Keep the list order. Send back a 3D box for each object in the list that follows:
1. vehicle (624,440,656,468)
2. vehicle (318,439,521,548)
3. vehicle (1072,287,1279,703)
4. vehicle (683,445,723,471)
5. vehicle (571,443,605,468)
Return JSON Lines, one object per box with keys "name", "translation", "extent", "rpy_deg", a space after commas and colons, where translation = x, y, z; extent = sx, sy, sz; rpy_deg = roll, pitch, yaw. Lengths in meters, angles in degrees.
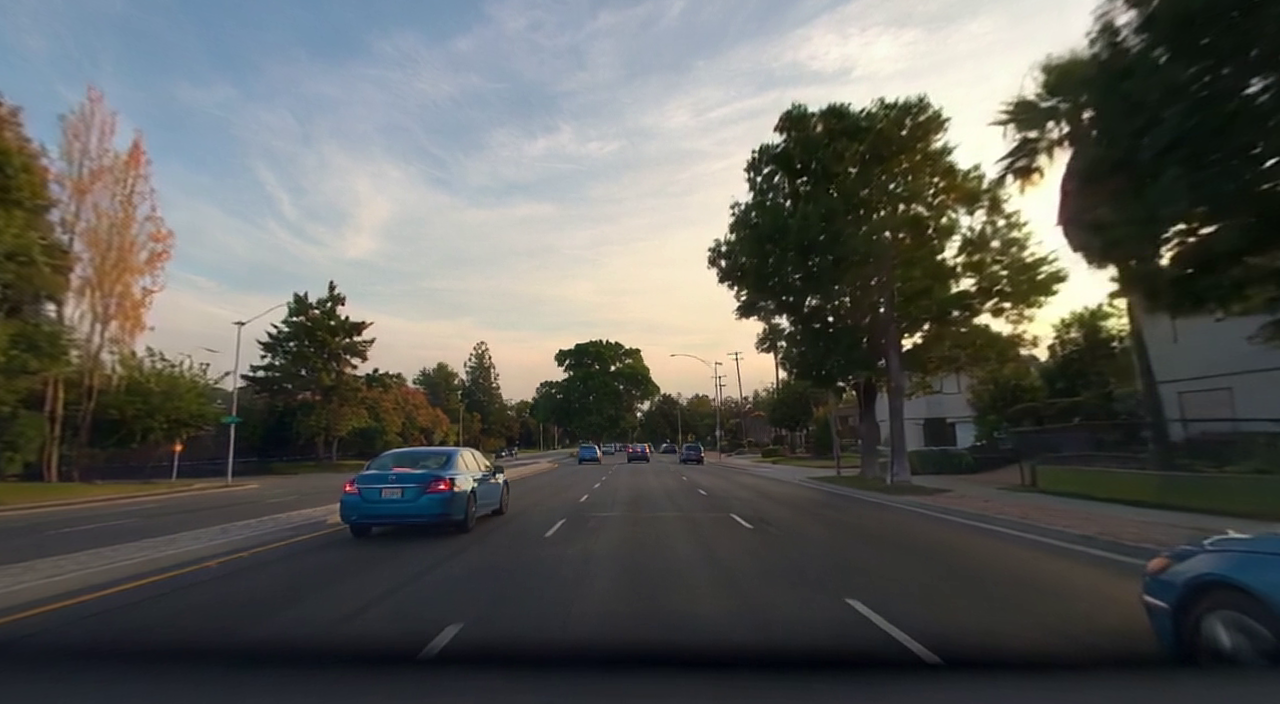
{"name": "vehicle", "translation": [-0.057, 6.780, 42.252], "extent": [2.043, 1.734, 4.253], "rpy_deg": [0, -8, -2]}
{"name": "vehicle", "translation": [-3.398, 2.239, 10.803], "extent": [1.844, 1.451, 4.543], "rpy_deg": [0, -8, 0]}
{"name": "vehicle", "translation": [3.618, 0.590, 1.621], "extent": [2.125, 1.937, 3.924], "rpy_deg": [0, -8, -1]}
{"name": "vehicle", "translation": [3.732, 6.327, 38.058], "extent": [1.830, 1.451, 4.009], "rpy_deg": [0, -8, -2]}
{"name": "vehicle", "translation": [-3.456, 6.893, 42.366], "extent": [2.000, 1.569, 3.794], "rpy_deg": [0, -8, -1]}
